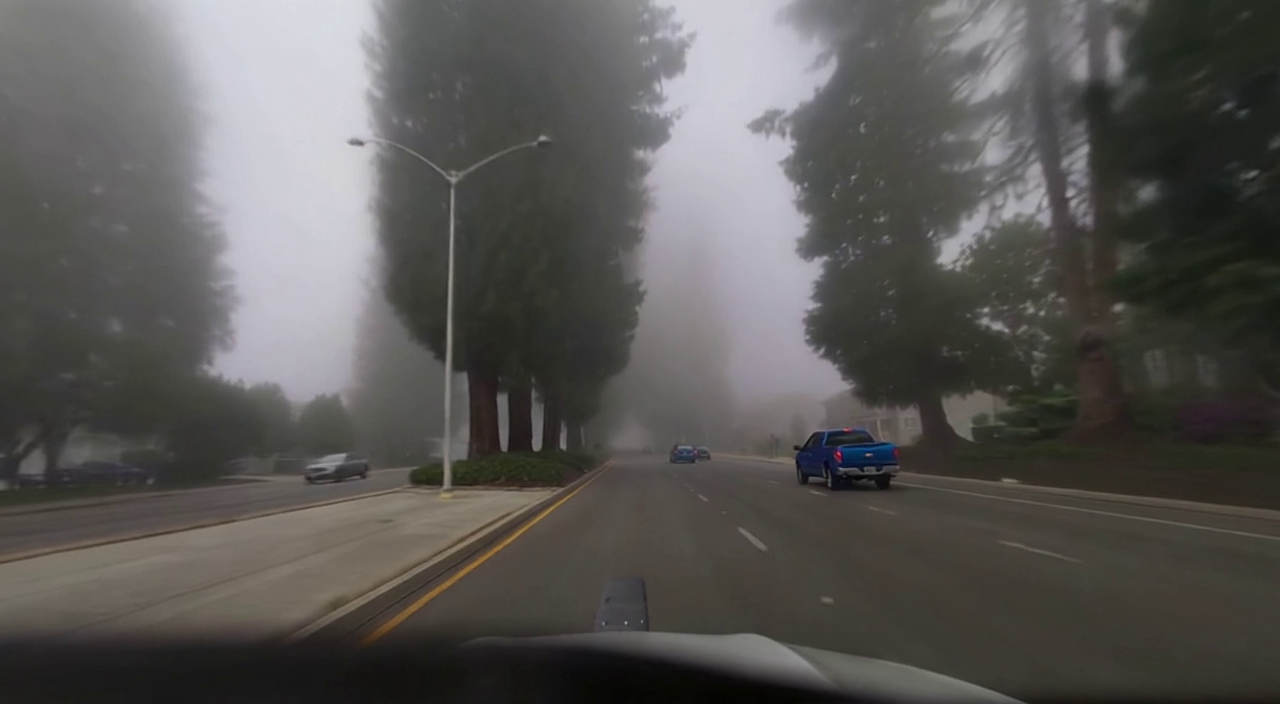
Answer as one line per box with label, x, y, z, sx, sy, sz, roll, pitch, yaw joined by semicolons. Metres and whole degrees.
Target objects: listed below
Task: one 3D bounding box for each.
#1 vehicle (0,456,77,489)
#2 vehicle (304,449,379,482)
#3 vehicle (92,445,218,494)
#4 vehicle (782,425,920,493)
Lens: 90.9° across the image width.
vehicle;-38.040;7.452;39.117;4.138;1.865;1.998;0;-8;-1
vehicle;-14.213;5.416;30.306;1.803;1.438;4.538;1;-9;-6
vehicle;-23.134;5.521;30.068;5.541;2.074;2.416;-4;-9;26
vehicle;6.210;3.251;19.504;2.262;1.769;5.666;0;-8;-1
